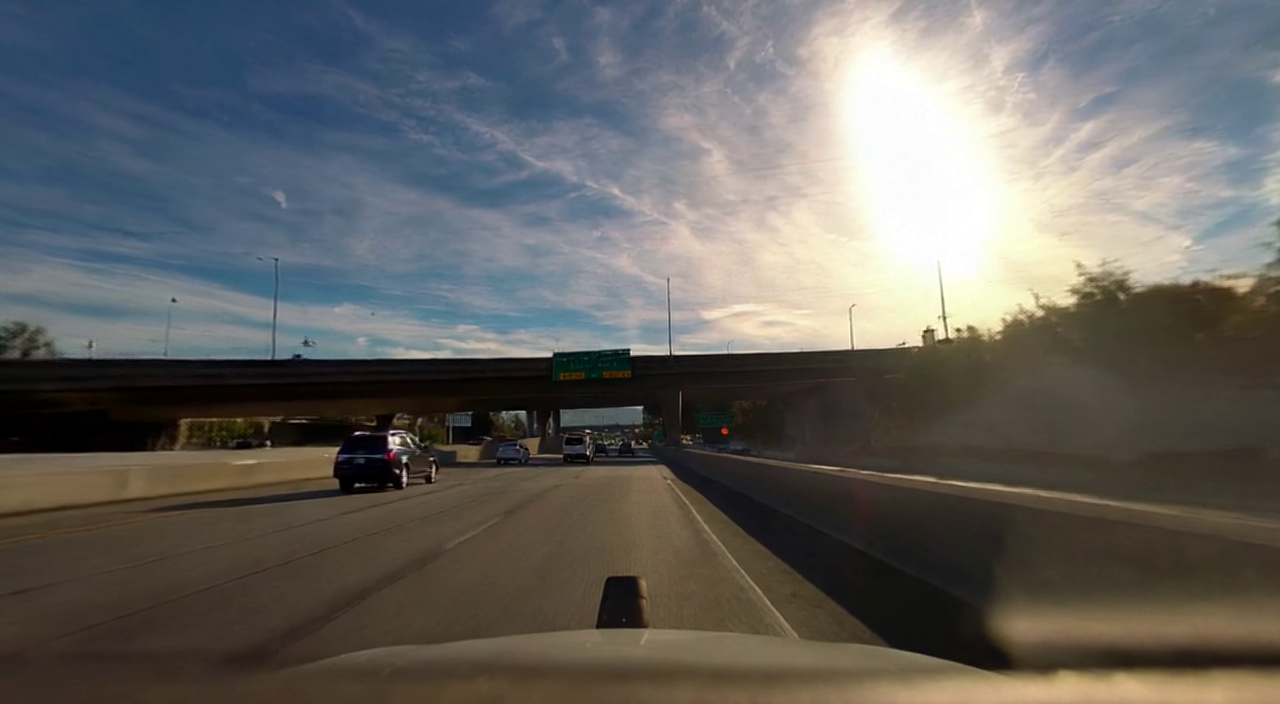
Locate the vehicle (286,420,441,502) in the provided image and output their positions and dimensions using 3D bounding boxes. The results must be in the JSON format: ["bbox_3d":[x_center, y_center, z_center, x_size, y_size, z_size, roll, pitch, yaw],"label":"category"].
[{"bbox_3d":[-7.452,2.996,17.579,2.179,1.948,4.618,0,-9,0],"label":"vehicle"}]

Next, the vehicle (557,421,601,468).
[{"bbox_3d":[-3.954,6.117,41.642,2.301,2.843,6.458,0,-9,0],"label":"vehicle"}]

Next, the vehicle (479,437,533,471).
[{"bbox_3d":[-7.581,5.815,35.935,2.109,1.784,4.709,0,-9,-1],"label":"vehicle"}]

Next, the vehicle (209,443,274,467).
[{"bbox_3d":[-30.057,7.779,47.532,1.811,1.651,4.601,0,-9,0],"label":"vehicle"}]
